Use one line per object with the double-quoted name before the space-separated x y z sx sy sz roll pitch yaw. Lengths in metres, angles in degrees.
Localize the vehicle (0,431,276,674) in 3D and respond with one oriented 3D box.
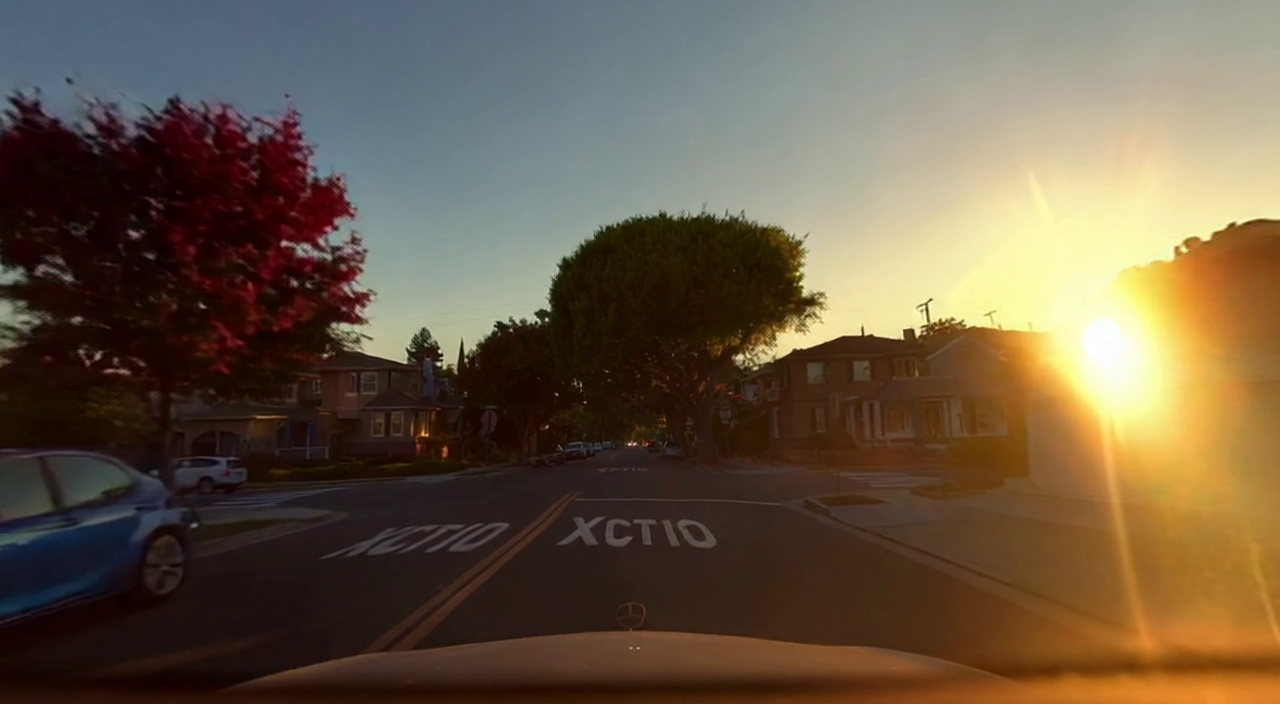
"vehicle" -5.220 1.432 4.950 2.038 1.571 4.524 0 -8 -1
